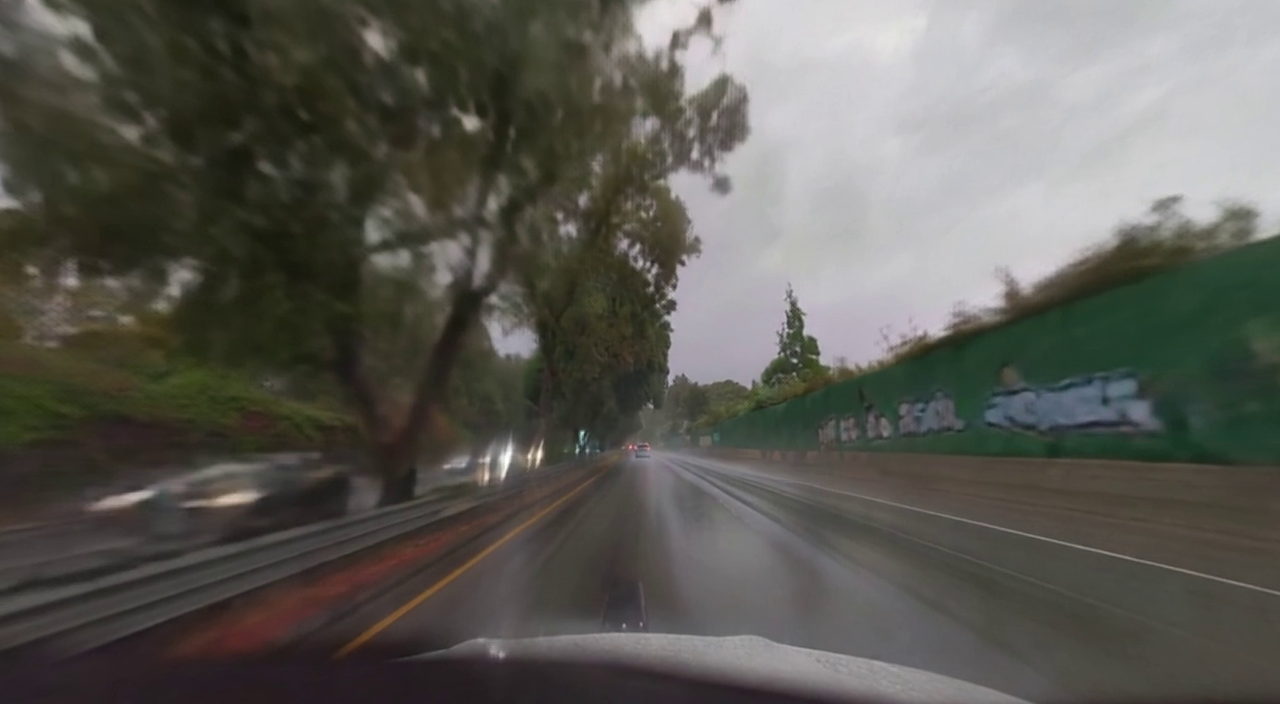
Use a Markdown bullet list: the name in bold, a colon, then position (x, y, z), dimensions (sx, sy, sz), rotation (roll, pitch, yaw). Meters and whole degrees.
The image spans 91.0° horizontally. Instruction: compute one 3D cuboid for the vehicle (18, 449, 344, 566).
- **vehicle**: position (-7.003, 2.361, 10.423), dimensions (2.034, 1.457, 4.469), rotation (0, -8, 0)
